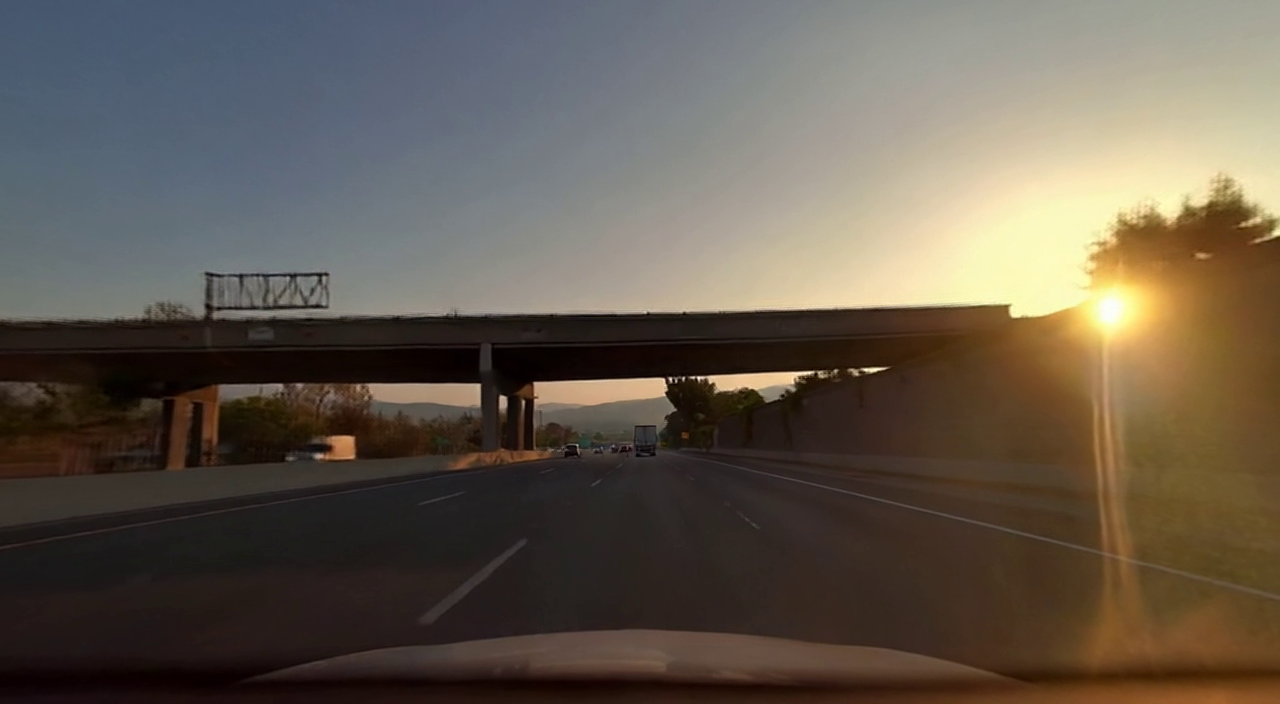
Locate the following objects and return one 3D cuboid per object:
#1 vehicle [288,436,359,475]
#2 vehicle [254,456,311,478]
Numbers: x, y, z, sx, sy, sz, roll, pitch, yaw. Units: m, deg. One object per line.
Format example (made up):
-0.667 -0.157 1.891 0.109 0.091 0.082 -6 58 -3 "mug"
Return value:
-23.495 7.669 47.093 2.199 2.684 5.865 0 -8 0 "vehicle"
-27.553 8.822 48.722 1.946 1.535 4.110 0 -8 0 "vehicle"
